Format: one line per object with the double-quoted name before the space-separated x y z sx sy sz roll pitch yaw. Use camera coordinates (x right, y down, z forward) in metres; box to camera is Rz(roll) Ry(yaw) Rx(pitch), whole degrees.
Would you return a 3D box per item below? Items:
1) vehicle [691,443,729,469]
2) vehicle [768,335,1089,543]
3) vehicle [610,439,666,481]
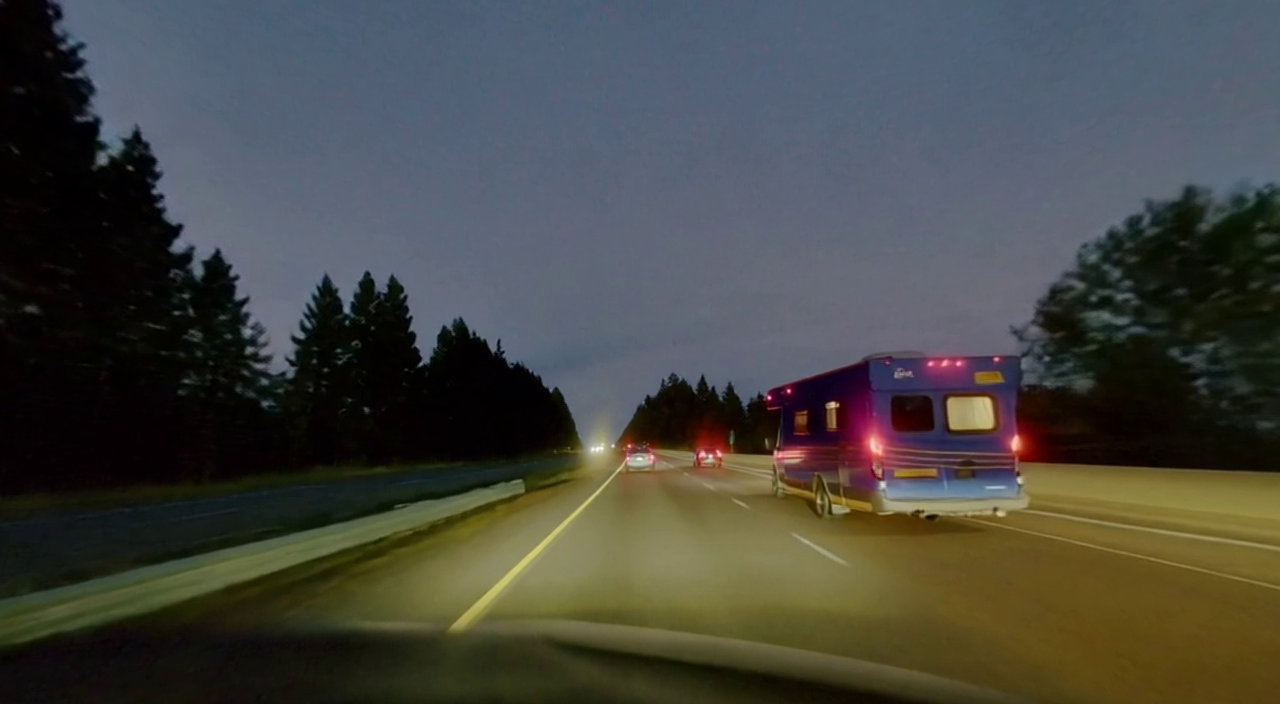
"vehicle" 4.036 6.075 36.882 1.757 1.459 3.398 0 -9 -1
"vehicle" 4.630 1.706 12.156 2.745 2.832 7.035 0 -9 -1
"vehicle" -0.118 4.426 25.985 2.120 1.575 4.018 0 -9 -1
